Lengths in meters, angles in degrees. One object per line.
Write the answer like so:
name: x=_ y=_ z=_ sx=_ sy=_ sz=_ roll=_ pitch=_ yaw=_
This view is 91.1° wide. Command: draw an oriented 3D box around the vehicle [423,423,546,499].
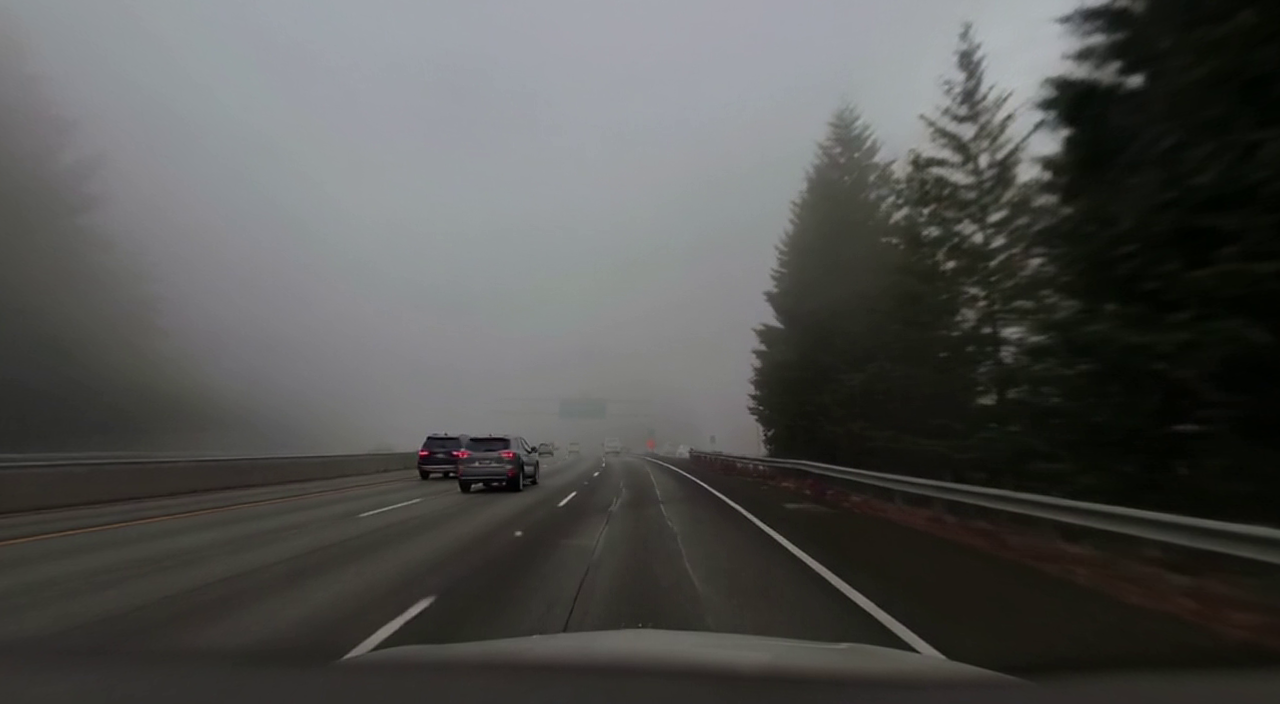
vehicle: x=-4.089 y=2.962 z=17.505 sx=2.142 sy=1.789 sz=5.009 roll=0 pitch=-8 yaw=0
